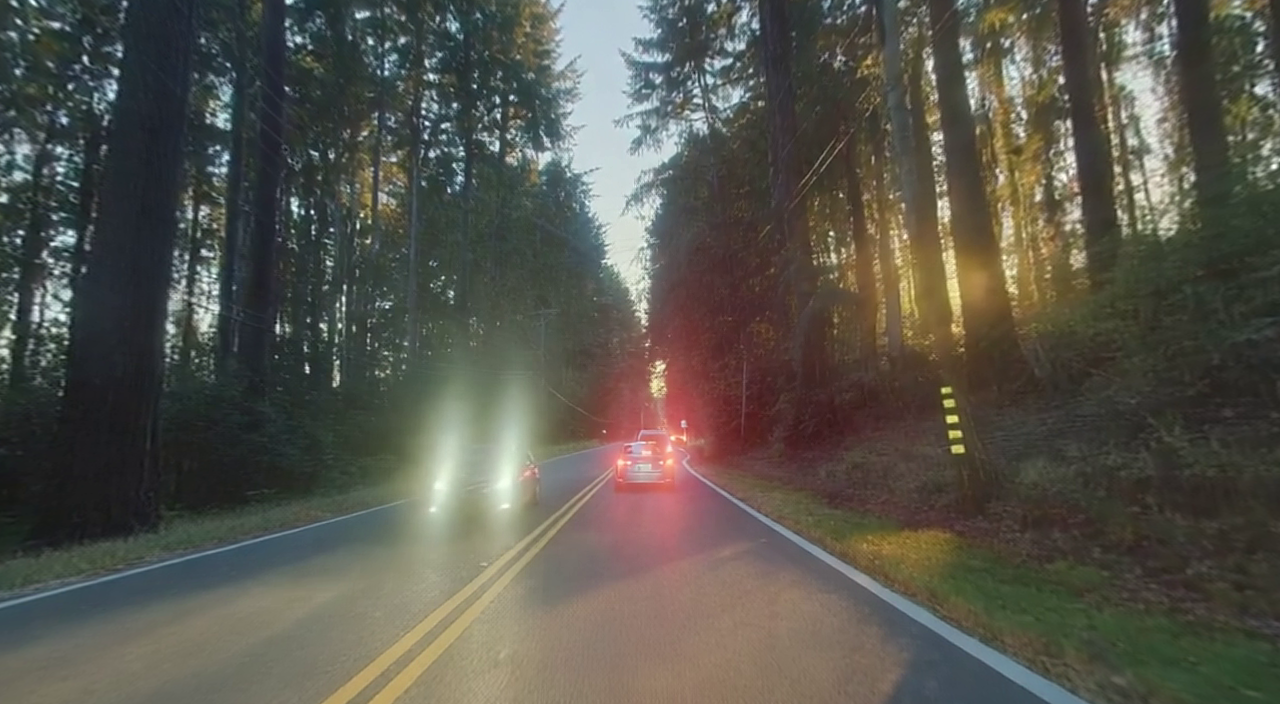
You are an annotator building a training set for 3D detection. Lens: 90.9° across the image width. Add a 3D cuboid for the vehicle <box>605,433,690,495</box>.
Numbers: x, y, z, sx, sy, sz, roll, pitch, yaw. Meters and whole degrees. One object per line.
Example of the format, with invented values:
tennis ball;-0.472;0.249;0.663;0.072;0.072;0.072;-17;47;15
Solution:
vehicle;0.168;3.036;17.354;2.081;1.503;3.726;0;-8;-1
